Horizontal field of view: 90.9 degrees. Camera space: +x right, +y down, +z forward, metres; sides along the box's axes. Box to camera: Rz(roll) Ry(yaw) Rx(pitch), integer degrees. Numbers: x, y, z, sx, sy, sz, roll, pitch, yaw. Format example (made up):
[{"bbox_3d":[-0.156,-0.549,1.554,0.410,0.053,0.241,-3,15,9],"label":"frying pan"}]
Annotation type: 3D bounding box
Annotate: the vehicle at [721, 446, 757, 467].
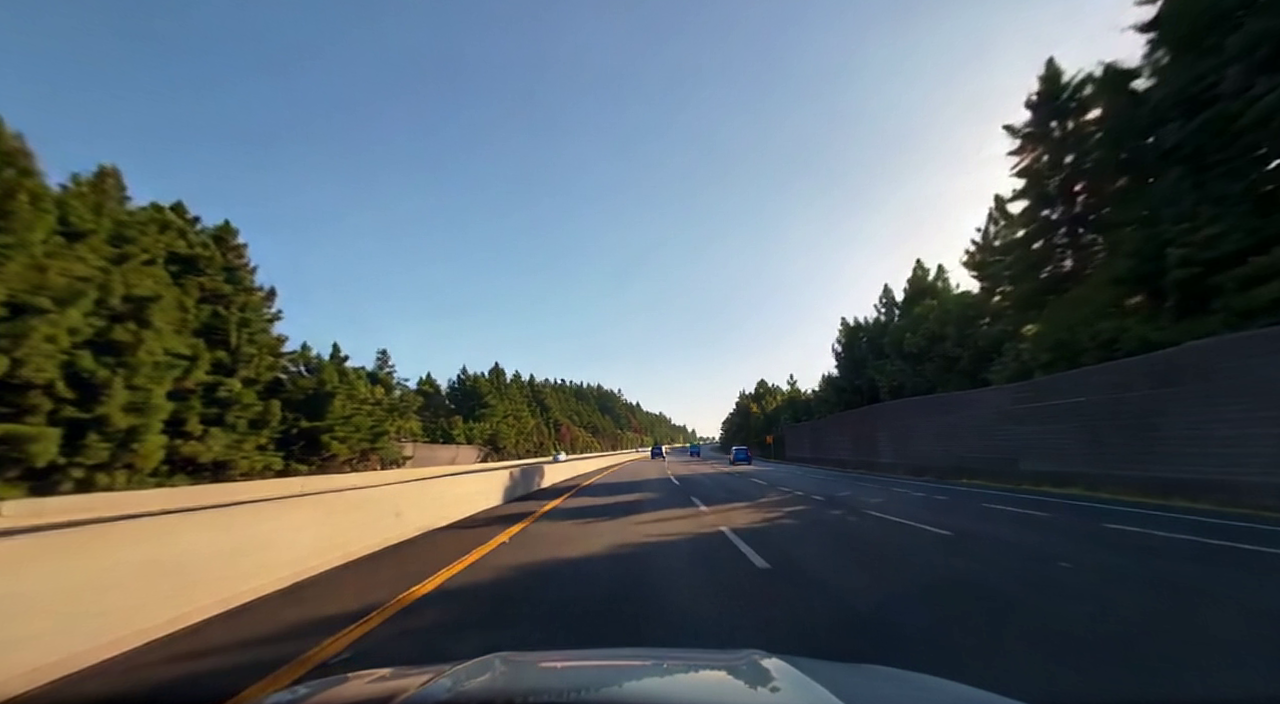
[{"bbox_3d":[7.794,8.285,49.833,2.175,1.574,3.943,0,-9,0],"label":"vehicle"}]
